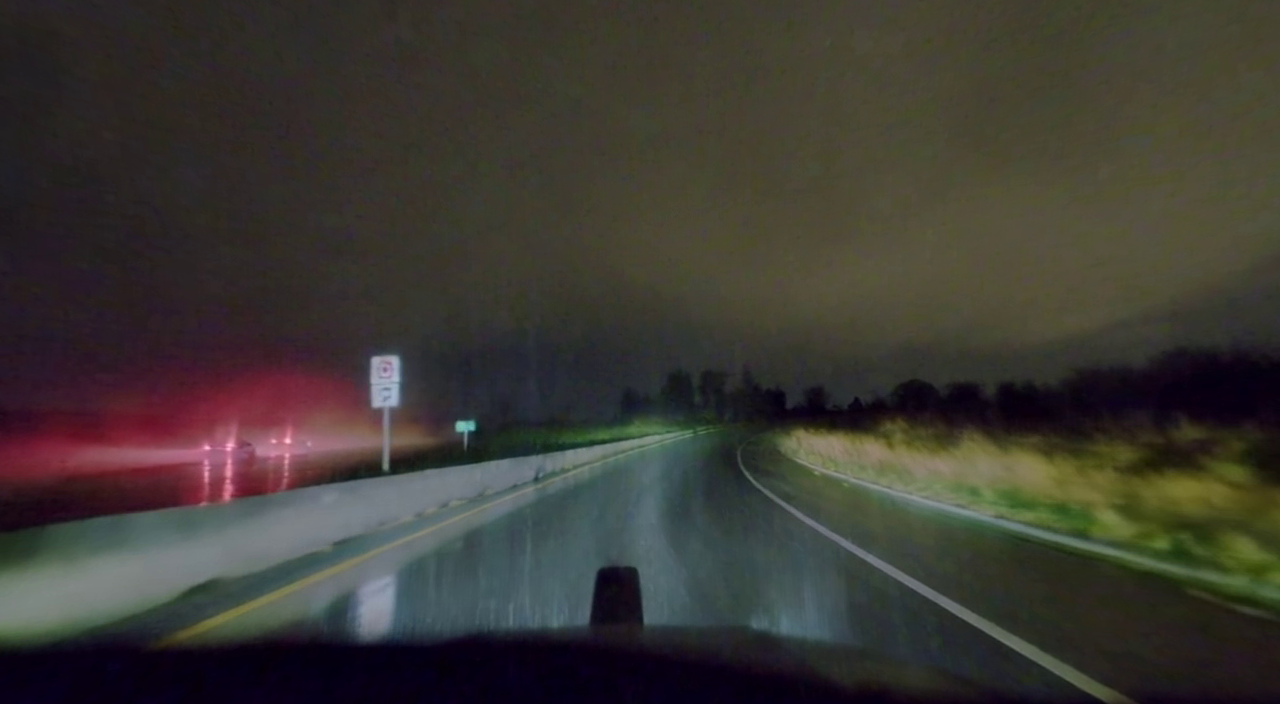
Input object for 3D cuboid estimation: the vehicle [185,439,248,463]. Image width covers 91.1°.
[{"bbox_3d":[-27.681,6.438,41.274,1.895,1.451,4.168,1,-8,-11],"label":"vehicle"}]
